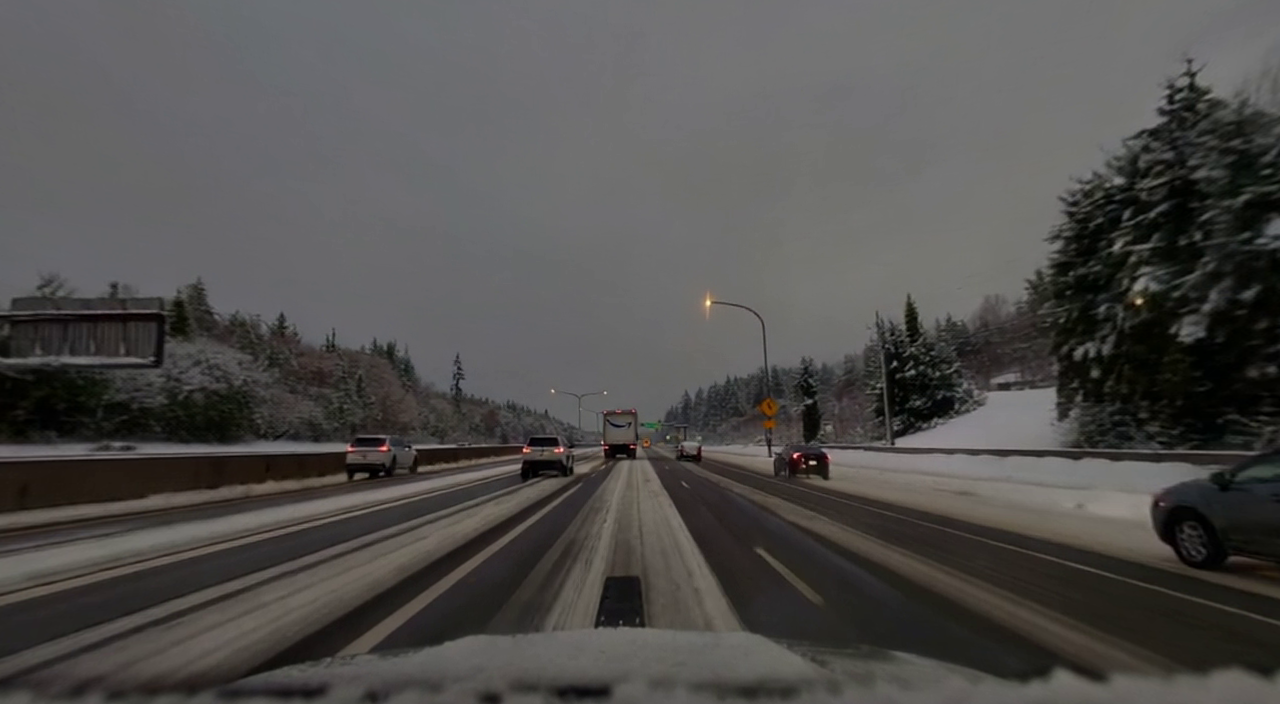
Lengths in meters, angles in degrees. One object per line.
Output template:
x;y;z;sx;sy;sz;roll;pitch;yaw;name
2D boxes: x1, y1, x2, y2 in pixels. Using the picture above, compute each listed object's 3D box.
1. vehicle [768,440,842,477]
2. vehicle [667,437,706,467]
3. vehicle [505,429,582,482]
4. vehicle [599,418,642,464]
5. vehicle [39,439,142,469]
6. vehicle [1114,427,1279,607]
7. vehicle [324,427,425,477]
7.212;4.710;28.077;1.970;1.499;4.491;1;-8;-2;vehicle
2.727;5.960;37.518;2.067;1.654;3.985;0;-8;1;vehicle
-3.380;3.731;22.923;2.095;1.688;4.188;0;-8;1;vehicle
-1.182;5.842;41.096;2.456;2.705;6.251;0;-8;1;vehicle
-32.696;6.073;37.658;2.072;1.667;4.415;0;-8;1;vehicle
6.371;1.313;4.775;2.026;1.487;4.489;1;-8;-1;vehicle
-10.142;3.865;24.461;2.023;1.739;4.229;0;-8;0;vehicle
